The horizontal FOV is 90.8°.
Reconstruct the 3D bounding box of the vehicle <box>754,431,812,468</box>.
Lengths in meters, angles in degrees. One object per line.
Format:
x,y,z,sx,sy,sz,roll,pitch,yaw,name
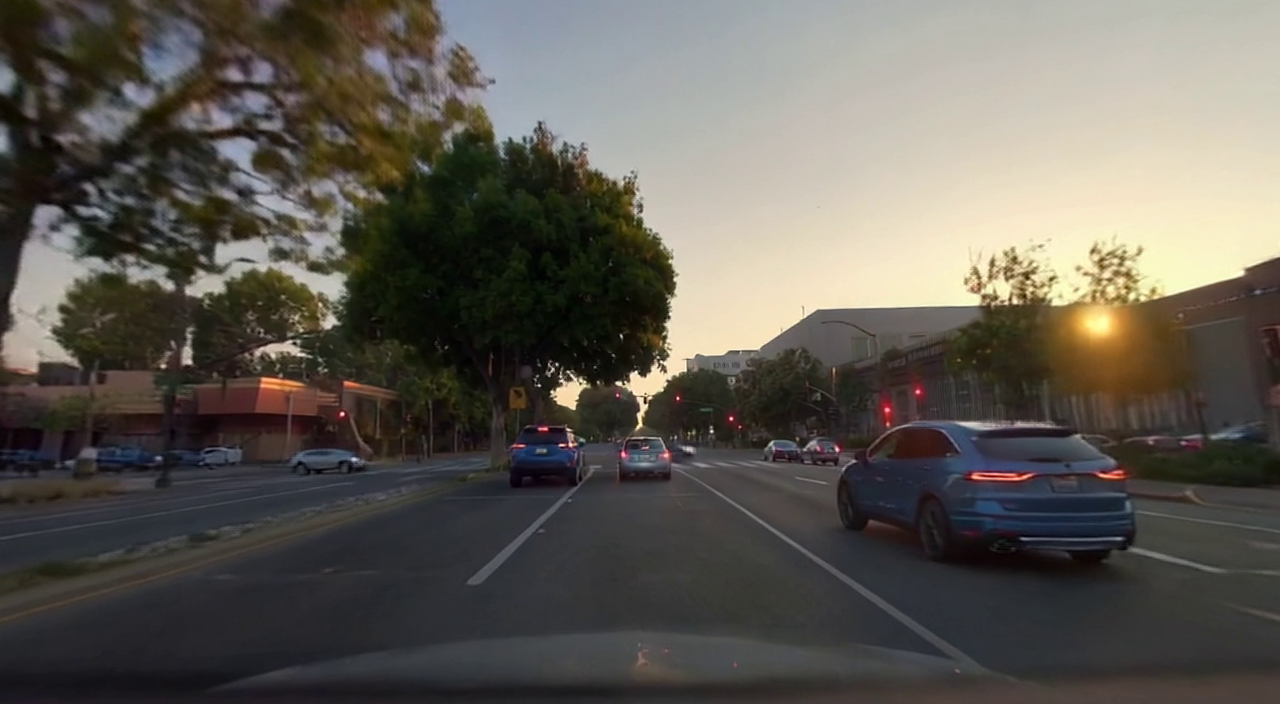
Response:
7.074,4.868,31.637,1.894,1.693,4.110,0,-8,-1,vehicle

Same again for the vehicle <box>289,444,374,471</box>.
-19.173,6.536,39.299,4.561,1.588,1.832,4,-10,-29,vehicle

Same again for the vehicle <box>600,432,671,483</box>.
-0.151,3.400,20.566,2.097,1.480,4.006,0,-8,0,vehicle

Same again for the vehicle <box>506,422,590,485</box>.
-2.870,3.317,20.877,2.064,1.825,4.760,0,-8,0,vehicle

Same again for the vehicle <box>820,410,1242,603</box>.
3.668,1.515,7.144,1.861,1.473,4.393,0,-8,-2,vehicle
